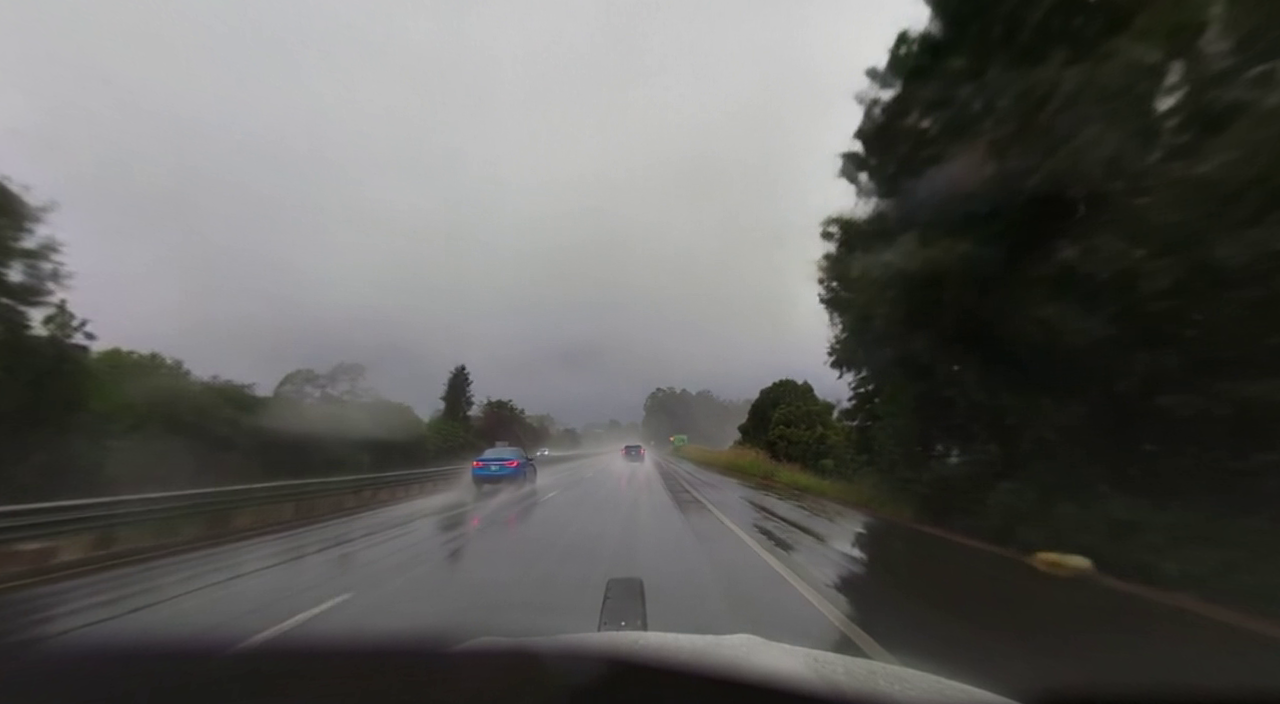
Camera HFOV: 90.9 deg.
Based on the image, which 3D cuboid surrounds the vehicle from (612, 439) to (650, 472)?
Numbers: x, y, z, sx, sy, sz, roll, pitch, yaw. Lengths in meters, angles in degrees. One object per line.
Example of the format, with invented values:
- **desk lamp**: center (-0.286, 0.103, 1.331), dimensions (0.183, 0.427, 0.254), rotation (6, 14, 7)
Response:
- **vehicle**: center (-0.523, 6.040, 36.885), dimensions (2.126, 1.786, 3.958), rotation (0, -9, -1)

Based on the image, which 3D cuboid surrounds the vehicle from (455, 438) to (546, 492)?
- **vehicle**: center (-4.634, 3.822, 21.587), dimensions (2.113, 1.656, 4.215), rotation (0, -9, 1)
